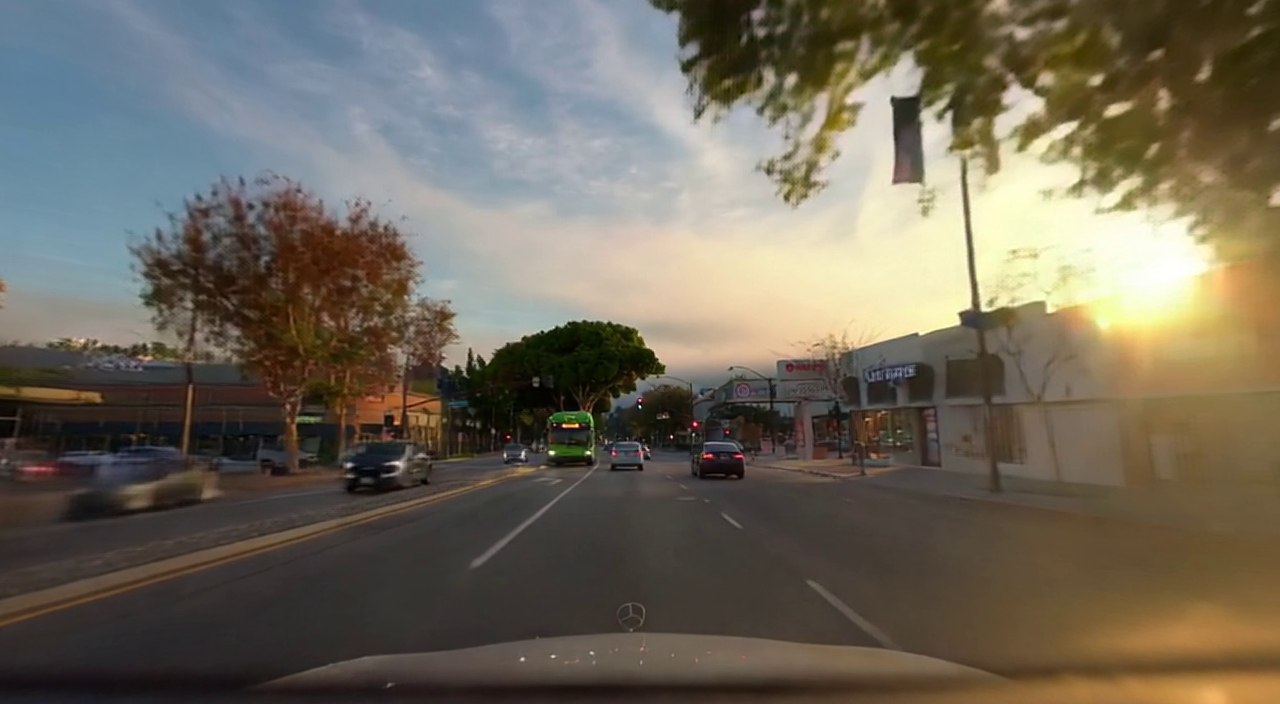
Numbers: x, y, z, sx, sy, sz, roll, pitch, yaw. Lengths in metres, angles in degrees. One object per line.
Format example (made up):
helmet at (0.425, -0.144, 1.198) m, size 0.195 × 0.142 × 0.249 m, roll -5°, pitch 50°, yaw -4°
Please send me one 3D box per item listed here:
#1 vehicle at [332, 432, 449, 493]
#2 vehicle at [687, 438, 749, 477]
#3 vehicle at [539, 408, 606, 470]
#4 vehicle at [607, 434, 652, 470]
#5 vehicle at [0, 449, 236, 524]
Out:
vehicle at (-8.411, 3.745, 21.855) m, size 2.154 × 1.832 × 4.820 m, roll 0°, pitch -8°, yaw -1°
vehicle at (3.267, 4.506, 27.280) m, size 2.046 × 1.540 × 3.883 m, roll 0°, pitch -8°, yaw -2°
vehicle at (-3.887, 5.547, 40.072) m, size 3.018 × 3.217 × 13.998 m, roll 0°, pitch -8°, yaw -1°
vehicle at (-0.625, 5.447, 34.596) m, size 2.301 × 1.837 × 4.411 m, roll 0°, pitch -8°, yaw -2°
vehicle at (-12.146, 3.086, 15.098) m, size 1.877 × 1.431 × 4.621 m, roll 0°, pitch -8°, yaw -1°
